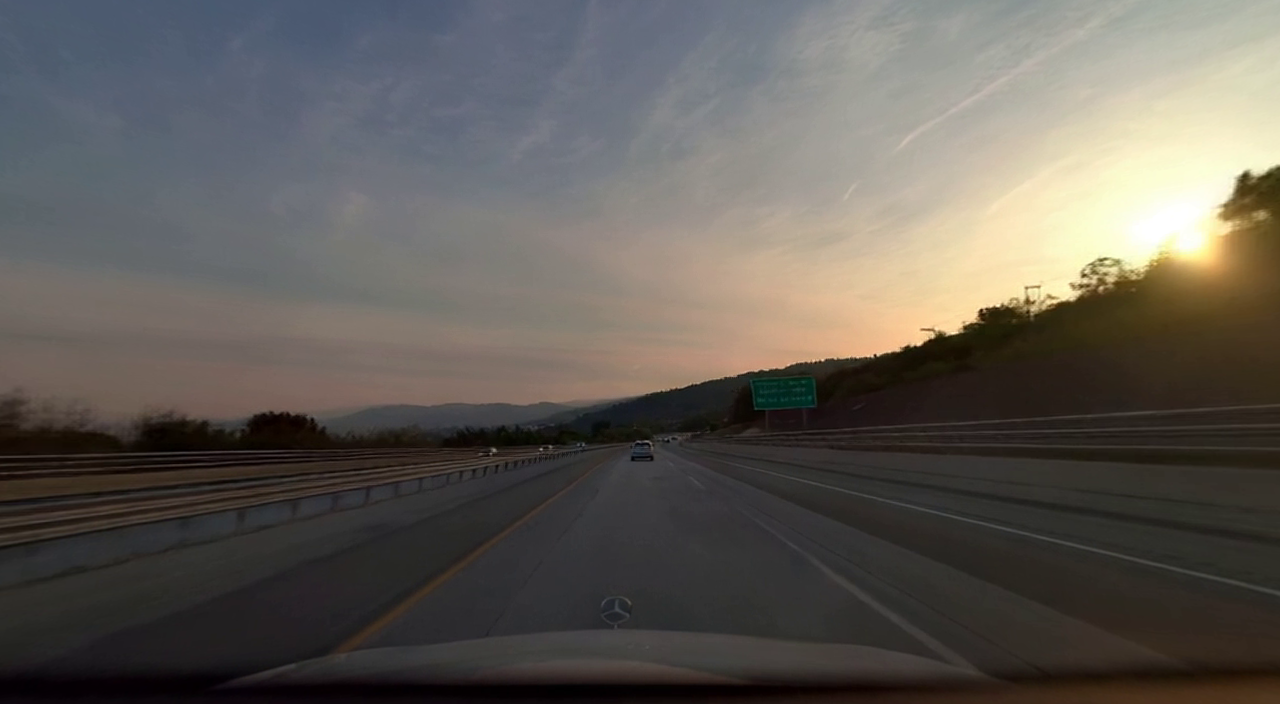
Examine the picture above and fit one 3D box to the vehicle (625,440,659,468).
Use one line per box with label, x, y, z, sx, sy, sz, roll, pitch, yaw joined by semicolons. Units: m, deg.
vehicle;0.114;6.604;41.023;2.059;1.696;4.165;0;-8;0
